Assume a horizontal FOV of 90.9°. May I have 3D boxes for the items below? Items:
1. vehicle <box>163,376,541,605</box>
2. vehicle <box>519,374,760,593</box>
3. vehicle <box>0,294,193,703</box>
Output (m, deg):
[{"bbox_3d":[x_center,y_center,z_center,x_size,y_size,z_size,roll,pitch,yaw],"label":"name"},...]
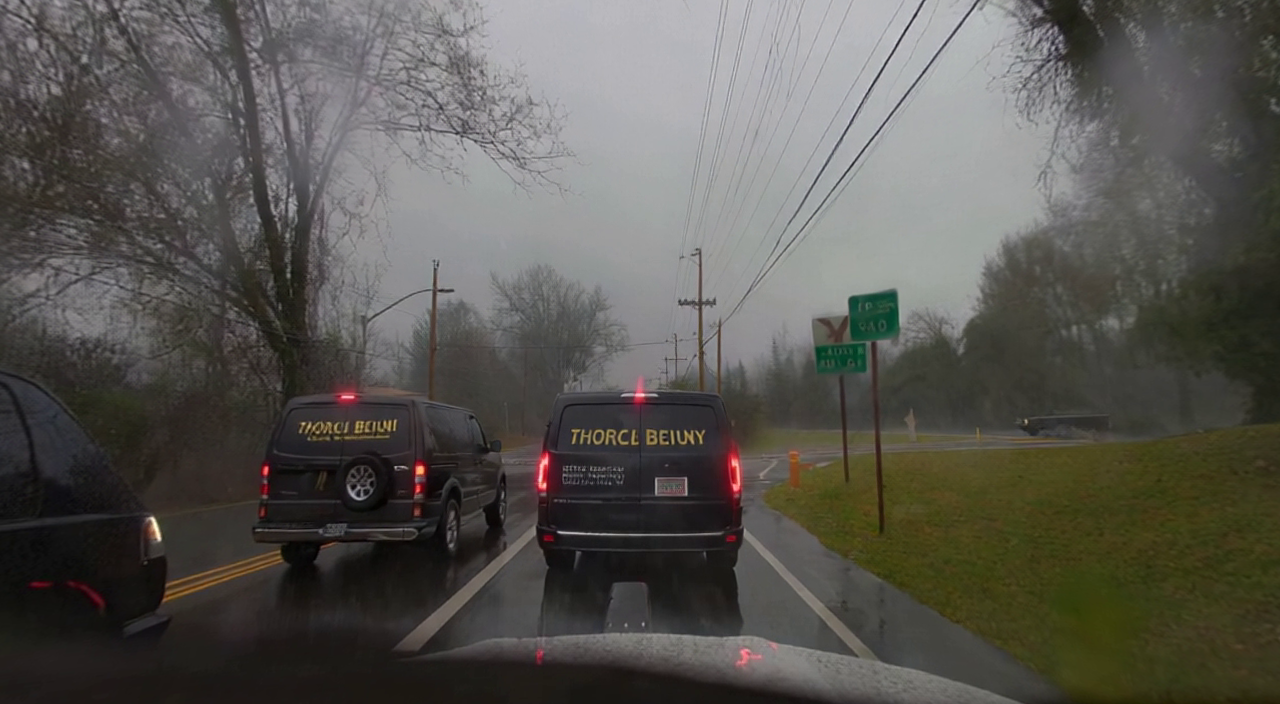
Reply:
[{"bbox_3d":[-2.761,1.482,7.621,2.109,1.851,4.749,-1,-8,3],"label":"vehicle"},{"bbox_3d":[0.104,1.458,7.688,2.117,1.911,4.095,-1,-8,3],"label":"vehicle"},{"bbox_3d":[-3.133,0.470,0.239,2.160,1.796,4.997,0,-8,1],"label":"vehicle"}]
